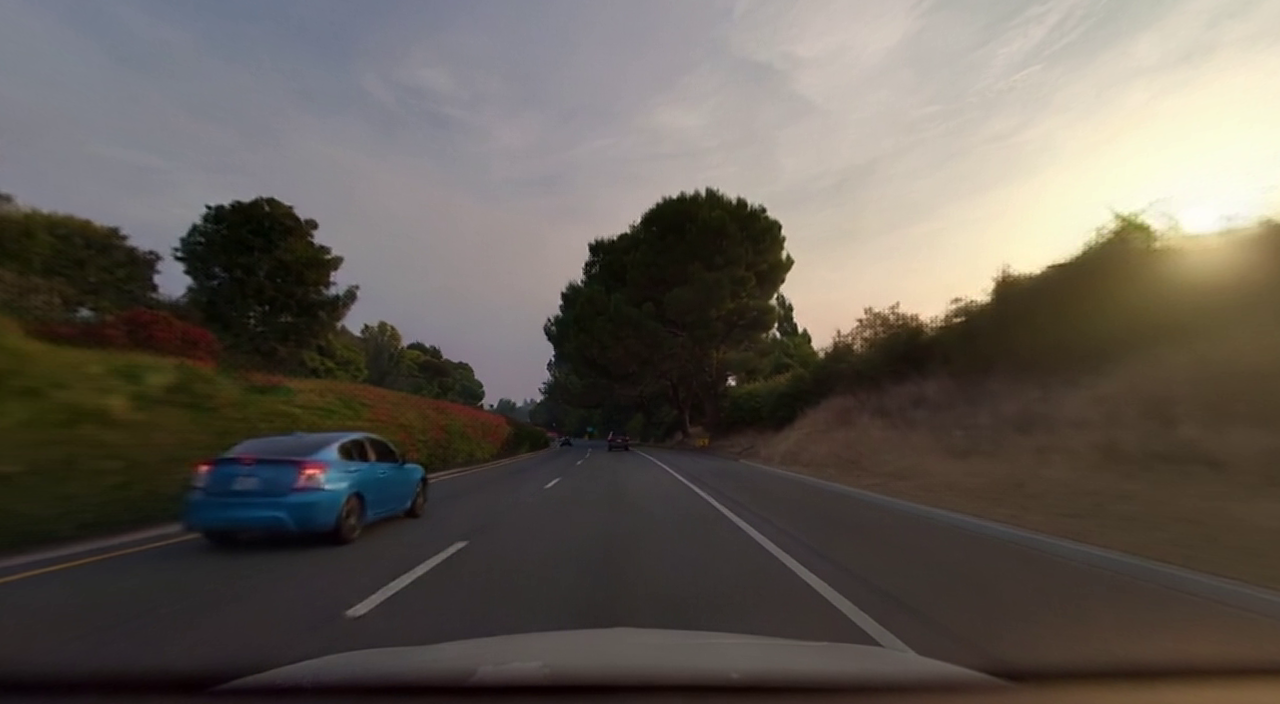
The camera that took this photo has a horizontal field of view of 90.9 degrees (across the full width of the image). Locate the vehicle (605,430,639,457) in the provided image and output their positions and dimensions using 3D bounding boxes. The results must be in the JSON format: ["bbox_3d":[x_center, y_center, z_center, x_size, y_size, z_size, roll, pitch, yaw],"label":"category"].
[{"bbox_3d":[-1.168,5.780,39.954,2.041,1.618,3.898,0,-8,-3],"label":"vehicle"}]

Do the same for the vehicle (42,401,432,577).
[{"bbox_3d":[-4.561,1.602,8.357,2.039,1.627,4.844,0,-8,-1],"label":"vehicle"}]
